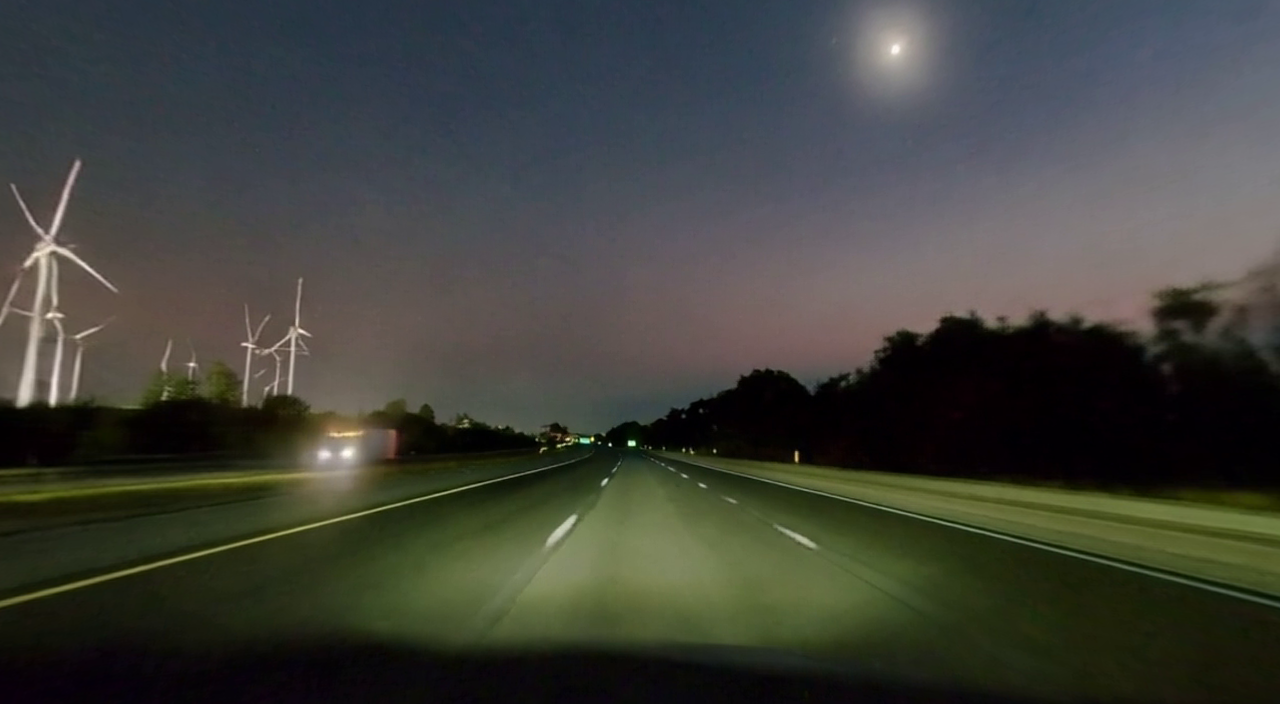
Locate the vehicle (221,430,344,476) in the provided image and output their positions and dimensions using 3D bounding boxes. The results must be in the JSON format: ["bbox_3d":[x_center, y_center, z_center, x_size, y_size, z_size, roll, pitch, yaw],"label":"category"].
[{"bbox_3d":[-16.135,4.608,28.955,2.299,1.894,5.687,0,-9,0],"label":"vehicle"}]

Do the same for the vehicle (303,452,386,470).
[{"bbox_3d":[-16.120,5.981,34.738,2.155,0.878,4.815,0,-9,2],"label":"vehicle"}]
